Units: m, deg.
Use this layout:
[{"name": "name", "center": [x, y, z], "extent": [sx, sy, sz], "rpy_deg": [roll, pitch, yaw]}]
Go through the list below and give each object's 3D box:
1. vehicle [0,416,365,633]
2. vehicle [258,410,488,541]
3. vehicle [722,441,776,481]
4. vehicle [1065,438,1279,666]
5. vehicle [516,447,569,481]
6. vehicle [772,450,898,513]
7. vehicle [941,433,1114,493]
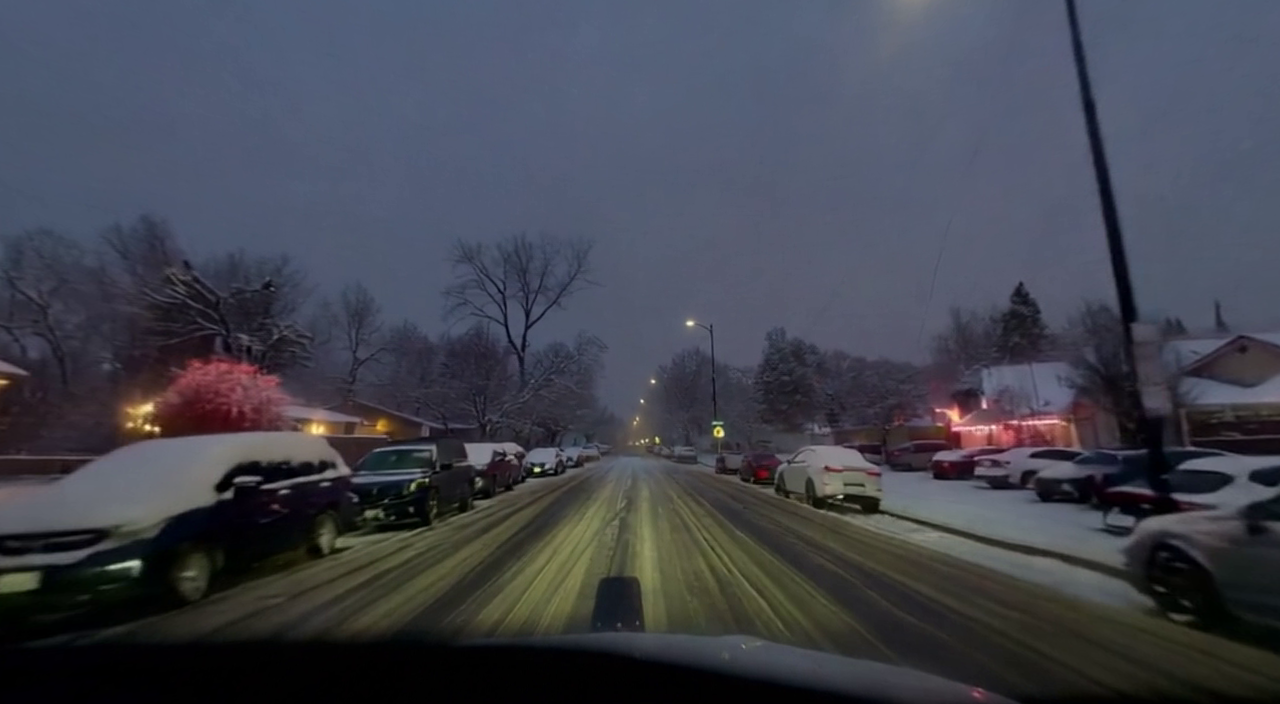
[{"name": "vehicle", "center": [-4.716, 1.600, 6.659], "extent": [1.983, 1.579, 3.879], "rpy_deg": [1, -10, -2]}, {"name": "vehicle", "center": [-4.721, 2.330, 12.468], "extent": [2.180, 1.936, 5.721], "rpy_deg": [0, -9, -2]}, {"name": "vehicle", "center": [5.318, 5.390, 31.481], "extent": [1.959, 1.828, 4.175], "rpy_deg": [0, -9, 0]}, {"name": "vehicle", "center": [5.307, 1.307, 4.001], "extent": [2.007, 1.512, 4.524], "rpy_deg": [0, -9, -1]}, {"name": "vehicle", "center": [-4.676, 5.406, 30.812], "extent": [1.973, 1.454, 4.559], "rpy_deg": [1, -8, -2]}, {"name": "vehicle", "center": [5.024, 3.362, 16.945], "extent": [1.847, 1.448, 4.162], "rpy_deg": [1, -9, -3]}, {"name": "vehicle", "center": [12.523, 3.588, 20.577], "extent": [4.485, 1.723, 2.028], "rpy_deg": [-6, -12, 35]}]
